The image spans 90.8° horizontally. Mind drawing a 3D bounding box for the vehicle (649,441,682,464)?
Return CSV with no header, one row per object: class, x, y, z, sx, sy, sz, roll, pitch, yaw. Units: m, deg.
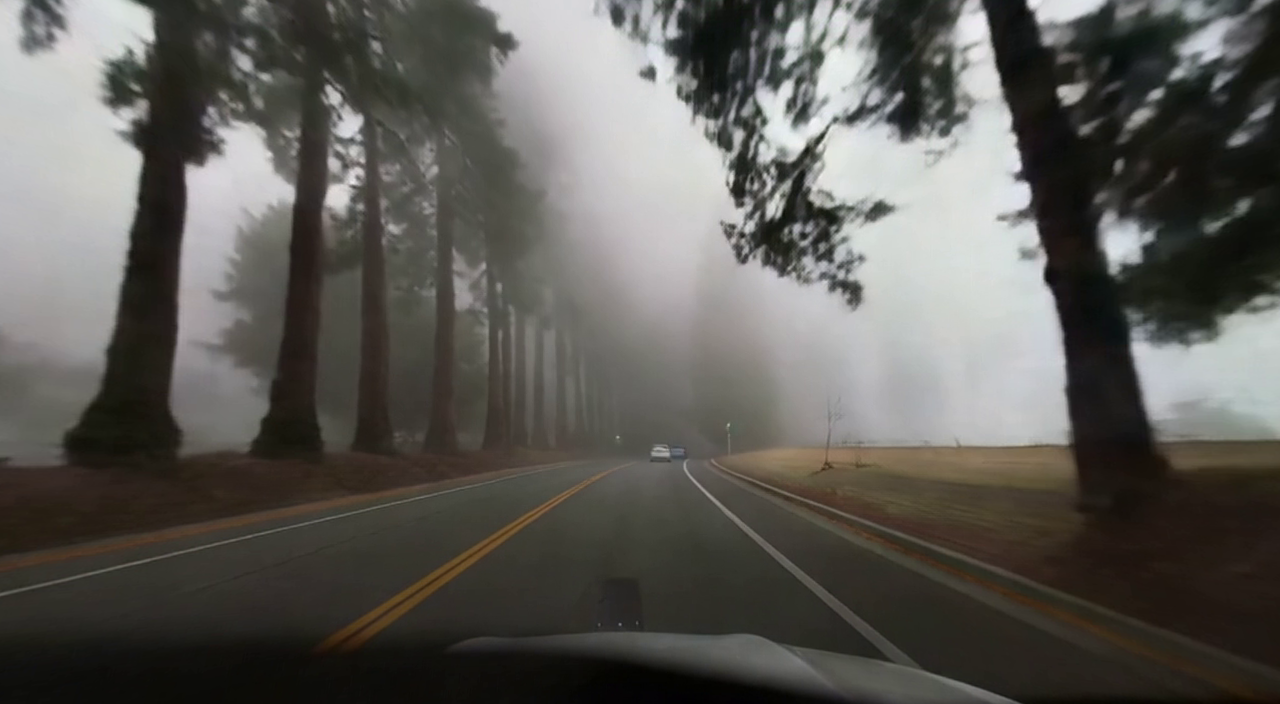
vehicle,1.798,6.847,42.985,2.071,1.474,4.047,-1,-8,5
